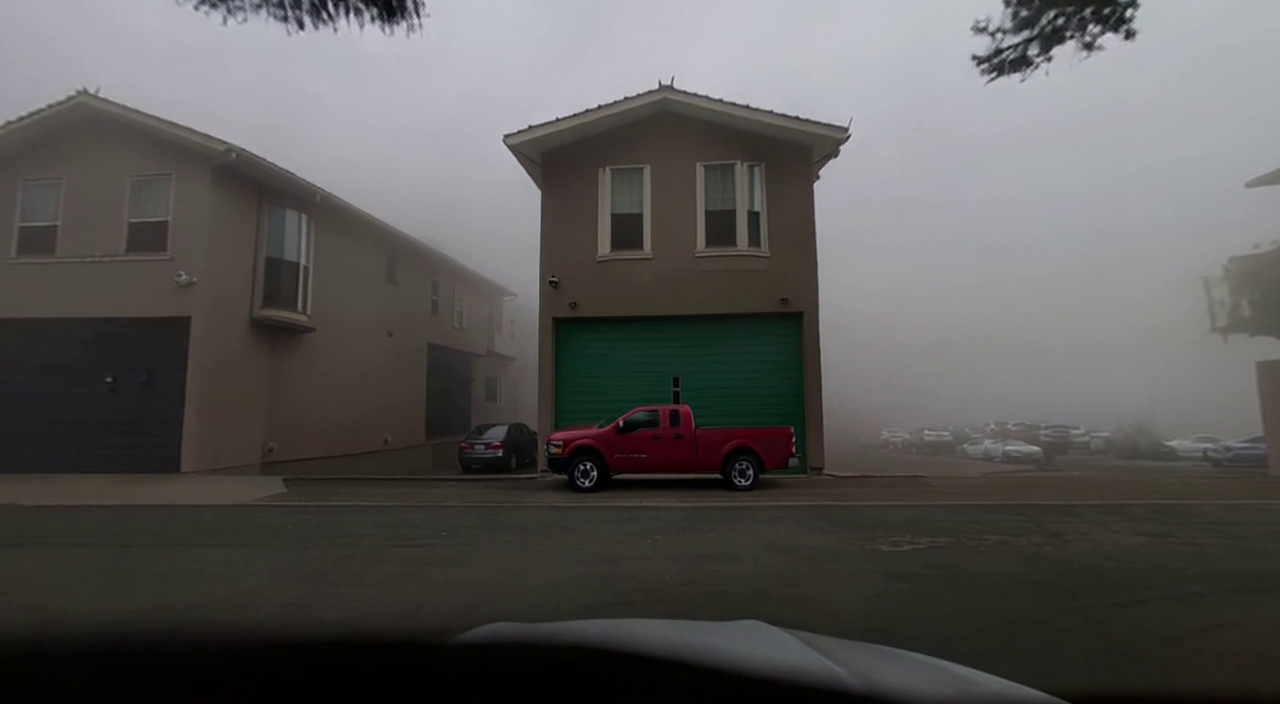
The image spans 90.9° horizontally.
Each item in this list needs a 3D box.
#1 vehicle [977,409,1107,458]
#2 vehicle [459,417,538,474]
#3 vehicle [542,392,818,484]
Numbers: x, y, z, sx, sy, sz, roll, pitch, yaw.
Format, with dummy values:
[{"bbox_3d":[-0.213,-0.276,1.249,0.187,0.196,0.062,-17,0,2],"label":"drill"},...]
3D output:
[{"bbox_3d":[15.532,3.196,24.529,3.770,1.496,1.951,5,-10,2],"label":"vehicle"},{"bbox_3d":[-4.879,3.219,22.276,1.869,1.460,3.826,-4,-3,0],"label":"vehicle"},{"bbox_3d":[0.812,1.911,13.964,5.600,1.835,2.161,0,-8,1],"label":"vehicle"}]
